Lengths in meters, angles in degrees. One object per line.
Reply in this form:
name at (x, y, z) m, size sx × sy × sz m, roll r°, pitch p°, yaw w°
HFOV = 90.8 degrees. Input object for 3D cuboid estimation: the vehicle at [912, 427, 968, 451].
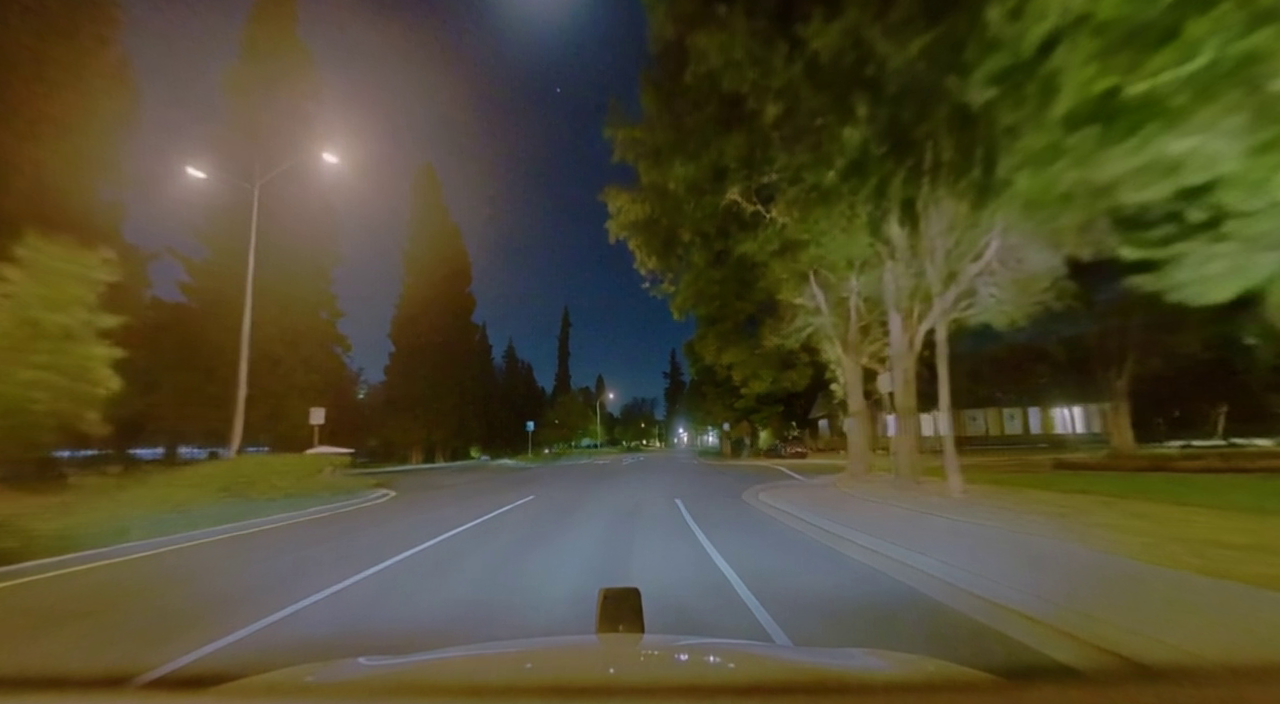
vehicle at (20.873, 6.019, 43.886) m, size 4.241 × 1.560 × 1.979 m, roll 6°, pitch -9°, yaw -43°

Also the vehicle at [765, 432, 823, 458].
vehicle at (12.085, 7.278, 49.767) m, size 2.199 × 1.661 × 4.495 m, roll 5°, pitch -6°, yaw -22°
